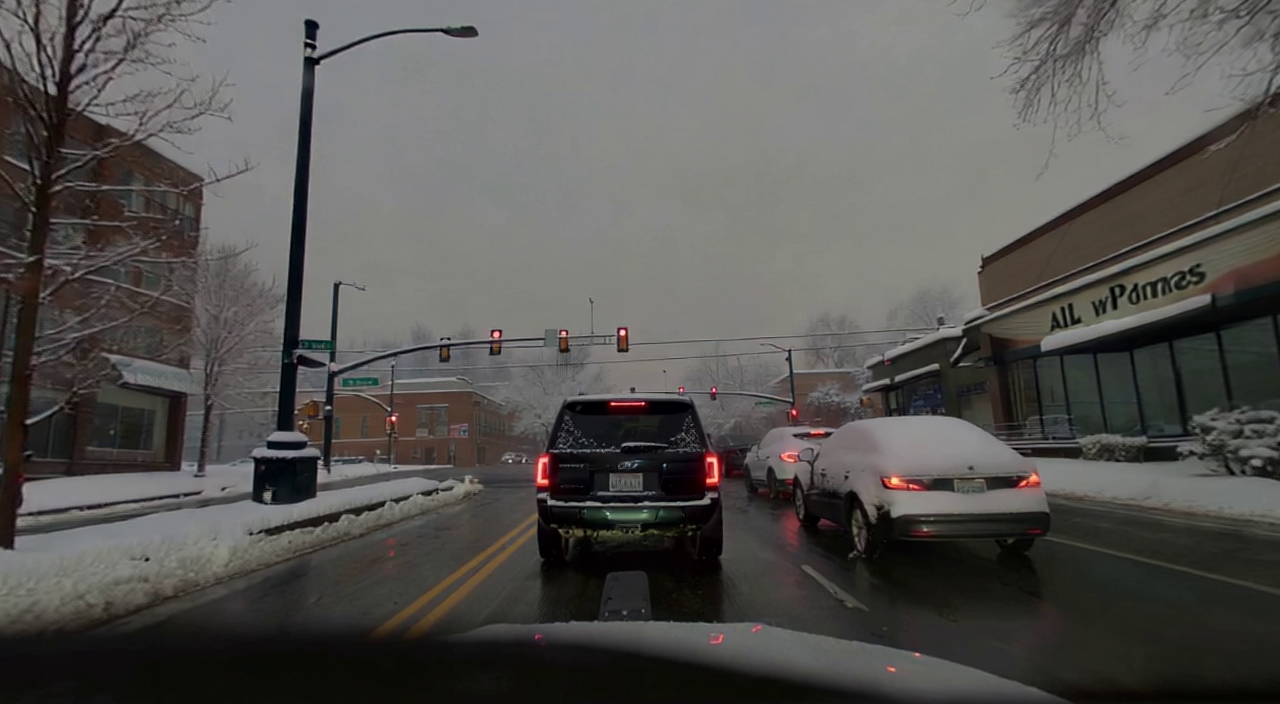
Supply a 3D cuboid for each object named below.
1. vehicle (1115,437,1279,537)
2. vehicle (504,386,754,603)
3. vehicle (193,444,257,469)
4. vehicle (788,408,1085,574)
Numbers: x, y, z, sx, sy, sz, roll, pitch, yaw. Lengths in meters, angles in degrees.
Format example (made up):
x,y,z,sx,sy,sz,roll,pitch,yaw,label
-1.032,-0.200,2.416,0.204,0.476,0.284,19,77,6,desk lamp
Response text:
x,y,z,sx,sy,sz,roll,pitch,yaw,label
10.383,2.131,10.248,1.815,1.468,4.534,0,-8,1,vehicle
-0.011,1.542,7.681,2.154,1.861,4.280,0,-8,3,vehicle
-27.460,6.874,41.850,1.693,1.563,3.716,0,-8,0,vehicle
3.608,1.764,8.801,2.036,1.719,4.318,0,-8,0,vehicle
